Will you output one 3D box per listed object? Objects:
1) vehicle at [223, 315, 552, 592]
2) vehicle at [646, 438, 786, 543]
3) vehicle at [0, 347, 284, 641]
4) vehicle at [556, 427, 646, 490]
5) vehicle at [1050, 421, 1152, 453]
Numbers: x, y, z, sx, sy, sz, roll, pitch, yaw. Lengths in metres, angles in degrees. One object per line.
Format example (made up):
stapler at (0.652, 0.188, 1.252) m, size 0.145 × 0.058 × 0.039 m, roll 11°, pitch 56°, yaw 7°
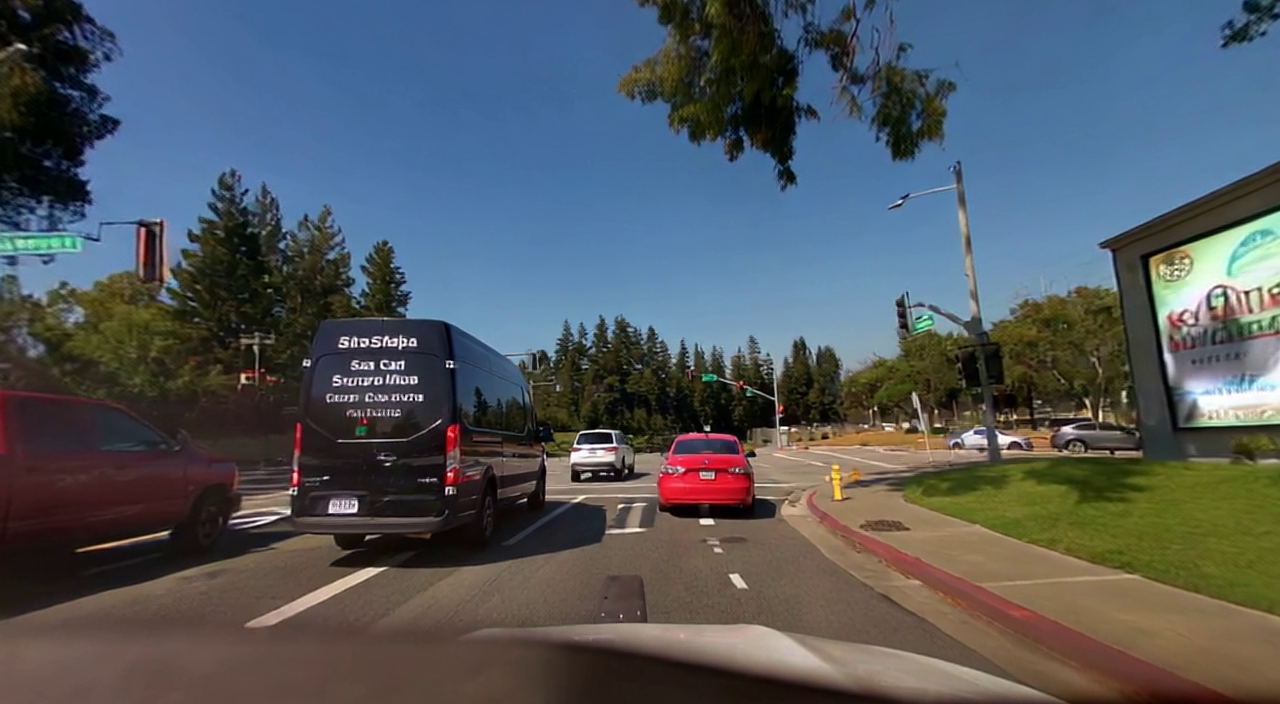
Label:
vehicle at (-3.162, 1.497, 9.842) m, size 2.555 × 3.035 × 5.702 m, roll 0°, pitch -8°, yaw 2°
vehicle at (1.545, 2.710, 13.075) m, size 2.398 × 1.773 × 4.254 m, roll -1°, pitch -8°, yaw 7°
vehicle at (-6.346, 1.352, 6.491) m, size 2.352 × 2.333 × 5.197 m, roll 0°, pitch -8°, yaw -2°
vehicle at (-1.182, 3.578, 21.488) m, size 2.130 × 1.876 × 4.445 m, roll -1°, pitch -9°, yaw 9°
vehicle at (30.352, 5.612, 41.548) m, size 5.084 × 2.041 × 2.360 m, roll 1°, pitch -8°, yaw -9°
